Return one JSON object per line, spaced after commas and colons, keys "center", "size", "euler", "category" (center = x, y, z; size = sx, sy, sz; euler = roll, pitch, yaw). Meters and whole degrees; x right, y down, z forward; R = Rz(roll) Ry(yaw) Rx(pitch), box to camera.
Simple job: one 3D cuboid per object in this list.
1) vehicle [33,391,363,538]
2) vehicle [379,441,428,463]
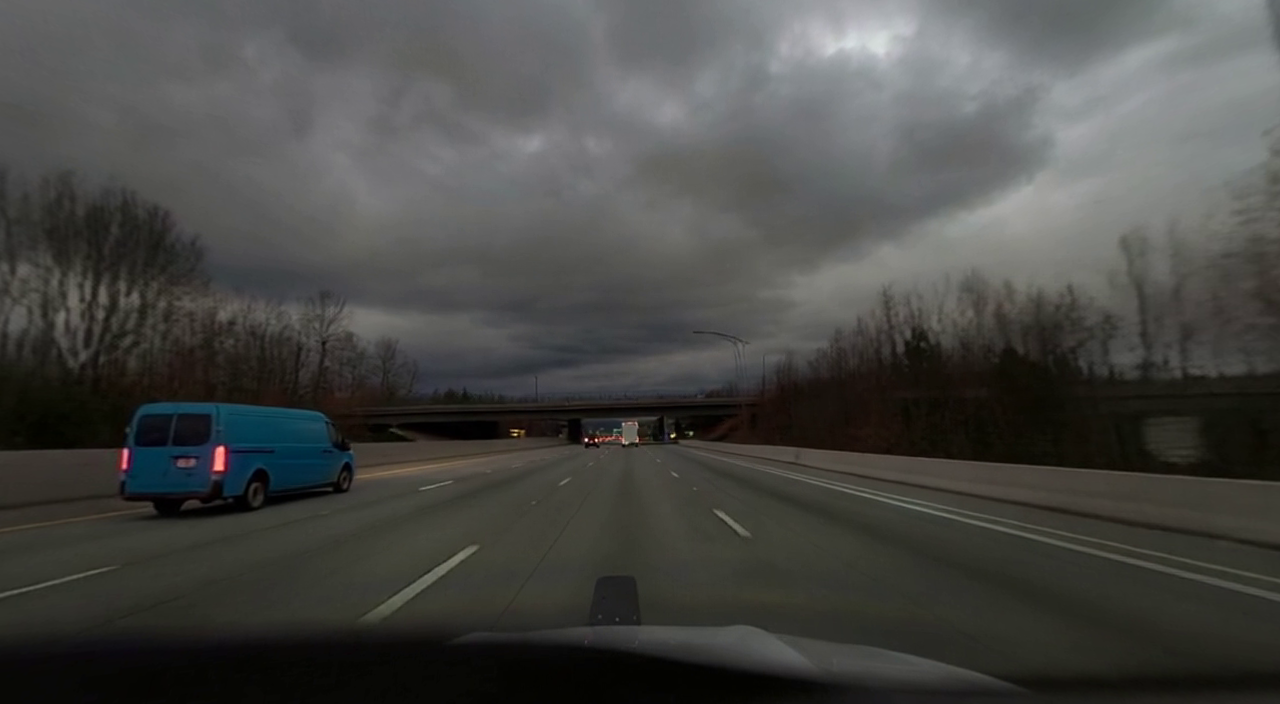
{"center": [-7.244, 1.903, 11.343], "size": [2.150, 1.996, 5.341], "euler": [0, -8, -1], "category": "vehicle"}
{"center": [-16.950, 7.179, 45.250], "size": [1.890, 1.468, 4.385], "euler": [0, -8, 0], "category": "vehicle"}
